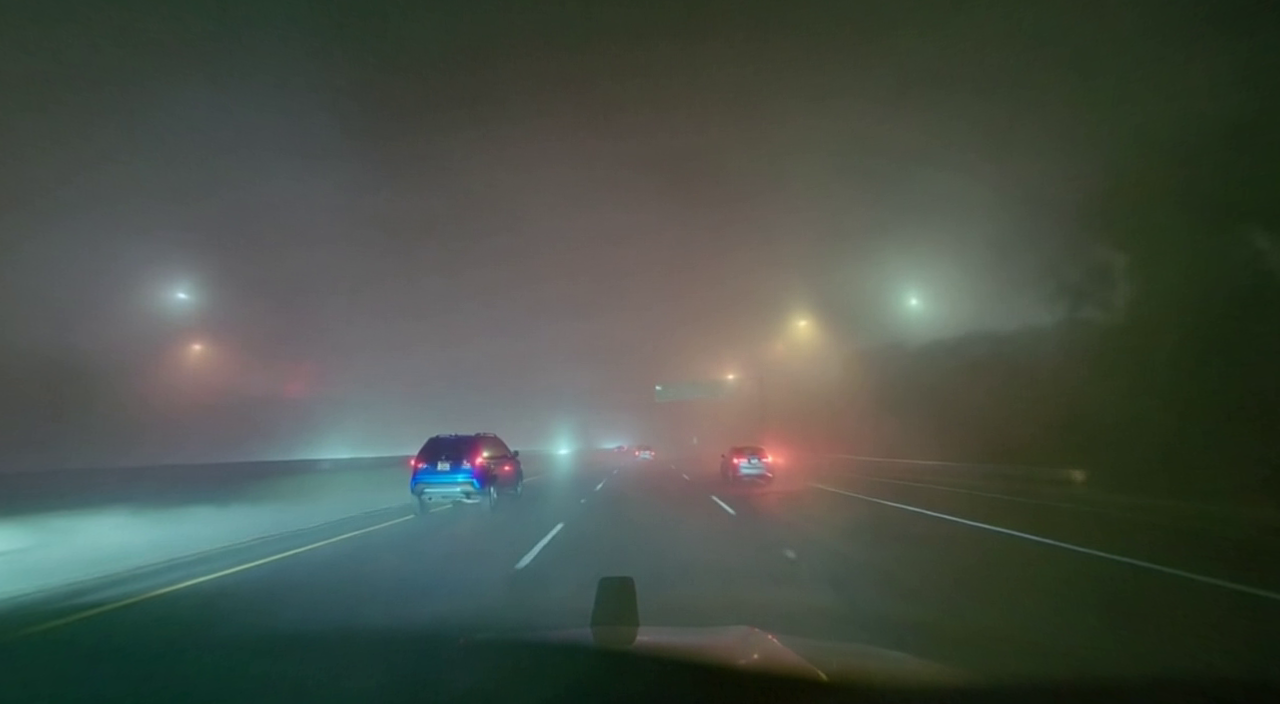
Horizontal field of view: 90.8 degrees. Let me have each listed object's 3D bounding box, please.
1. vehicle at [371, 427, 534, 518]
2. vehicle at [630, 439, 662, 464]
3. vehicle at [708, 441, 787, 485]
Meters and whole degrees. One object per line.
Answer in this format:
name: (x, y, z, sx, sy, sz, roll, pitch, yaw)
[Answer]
vehicle: (-3.725, 2.477, 13.503, 2.193, 1.641, 4.077, 0, -8, 0)
vehicle: (0.473, 7.774, 49.655, 2.428, 1.841, 4.402, 0, -8, 1)
vehicle: (3.821, 4.041, 23.307, 2.083, 1.453, 4.307, 0, -8, -1)
